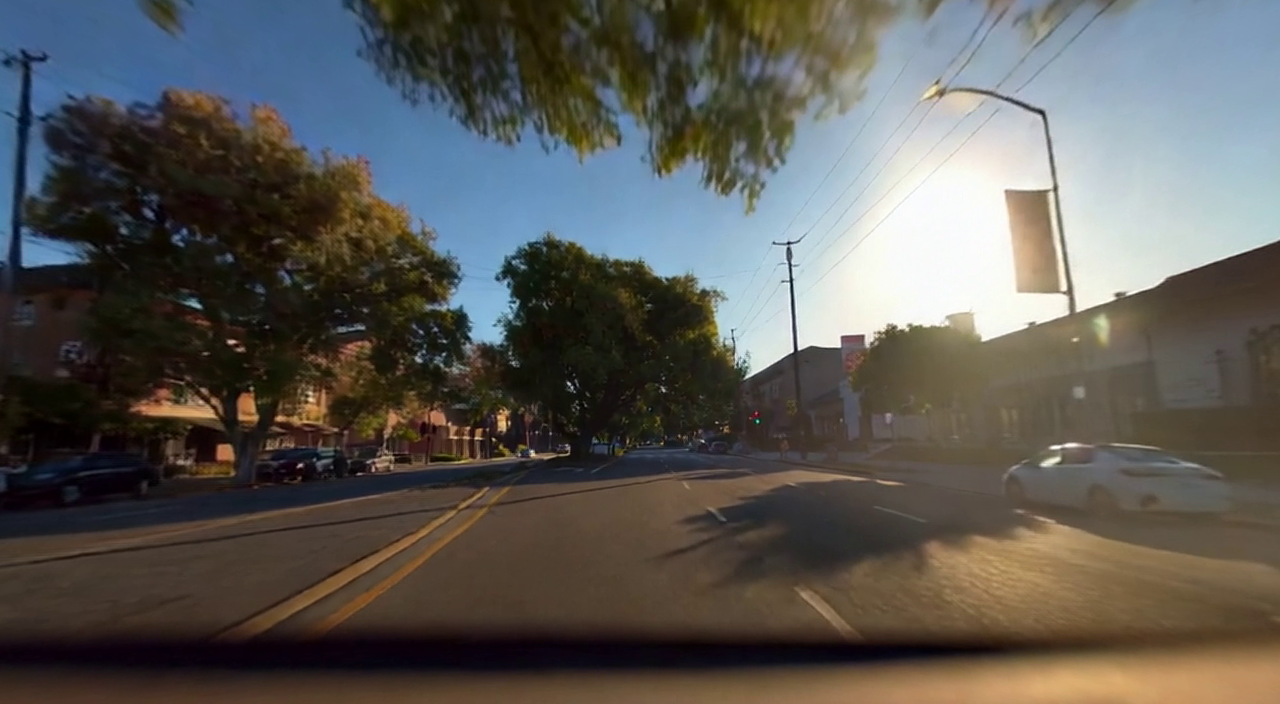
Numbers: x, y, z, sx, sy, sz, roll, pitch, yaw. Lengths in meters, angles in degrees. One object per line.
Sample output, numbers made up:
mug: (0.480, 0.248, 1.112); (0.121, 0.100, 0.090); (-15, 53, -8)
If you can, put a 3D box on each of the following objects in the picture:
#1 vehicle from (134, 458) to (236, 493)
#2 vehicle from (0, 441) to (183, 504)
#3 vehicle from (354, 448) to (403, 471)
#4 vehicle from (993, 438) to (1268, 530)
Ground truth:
vehicle: (-19.454, 5.288, 27.198); (1.928, 1.336, 3.353); (0, -9, -1)
vehicle: (-19.466, 4.190, 22.561); (2.085, 1.957, 5.548); (0, -9, 0)
vehicle: (-19.345, 7.934, 46.926); (1.851, 1.584, 4.035); (0, -9, 0)
vehicle: (9.754, 2.623, 13.236); (1.919, 1.546, 4.730); (0, -9, -1)
